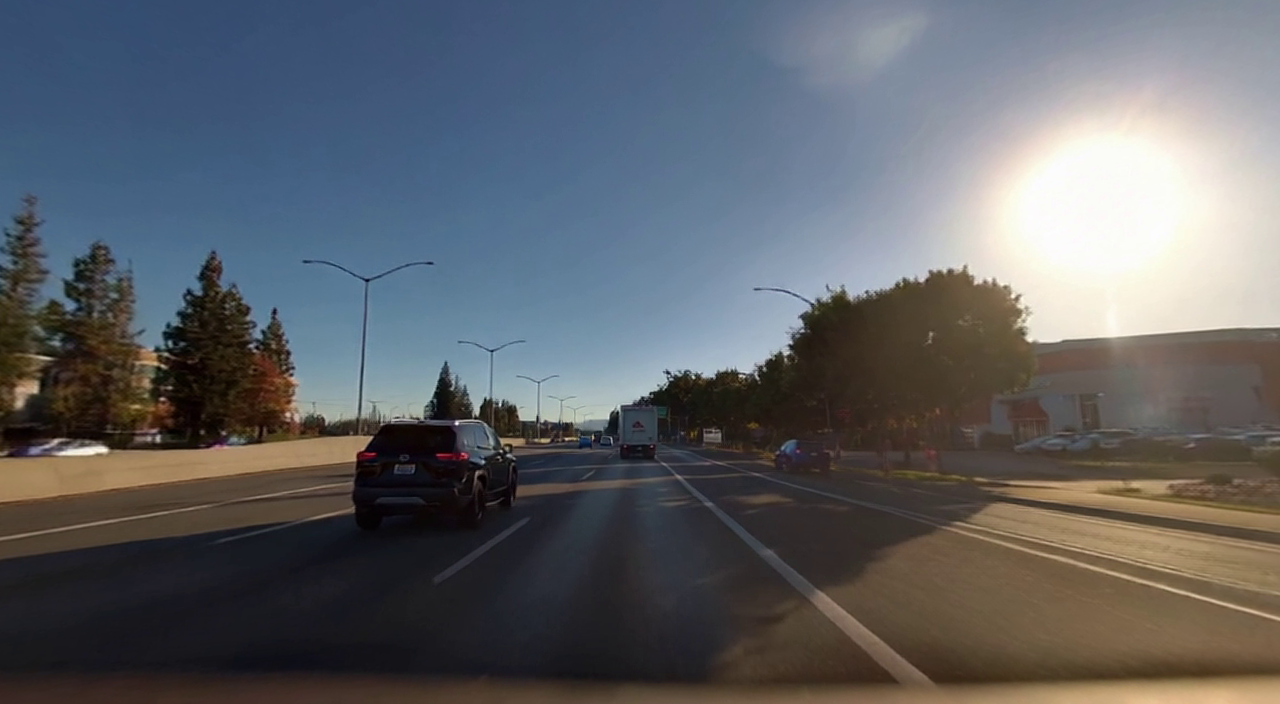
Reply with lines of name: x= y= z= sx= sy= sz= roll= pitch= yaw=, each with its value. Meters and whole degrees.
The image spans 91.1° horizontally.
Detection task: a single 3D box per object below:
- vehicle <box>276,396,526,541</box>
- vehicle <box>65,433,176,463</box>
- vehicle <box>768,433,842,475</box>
vehicle: x=-3.506 y=1.847 z=10.542 sx=2.178 sy=1.826 sz=4.933 roll=0 pitch=-8 yaw=1
vehicle: x=-29.045 y=5.414 z=35.334 sx=2.159 sy=1.556 sz=4.729 roll=0 pitch=-8 yaw=1
vehicle: x=7.028 y=4.378 z=27.142 sx=1.958 sy=1.681 sz=4.109 roll=0 pitch=-8 yaw=-2
